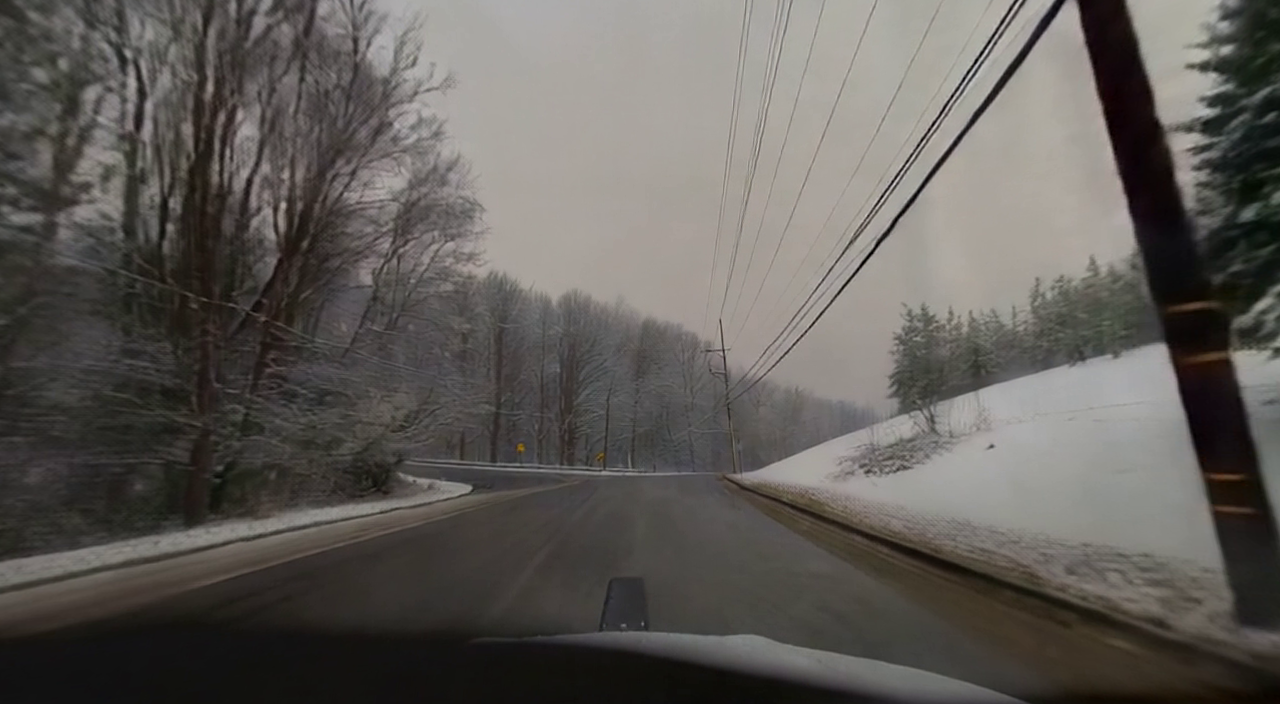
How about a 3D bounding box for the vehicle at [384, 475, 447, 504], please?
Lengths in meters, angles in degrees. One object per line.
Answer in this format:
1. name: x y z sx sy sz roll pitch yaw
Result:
1. vehicle: -15.501 9.456 43.532 4.043 1.673 1.970 -6 -10 32
